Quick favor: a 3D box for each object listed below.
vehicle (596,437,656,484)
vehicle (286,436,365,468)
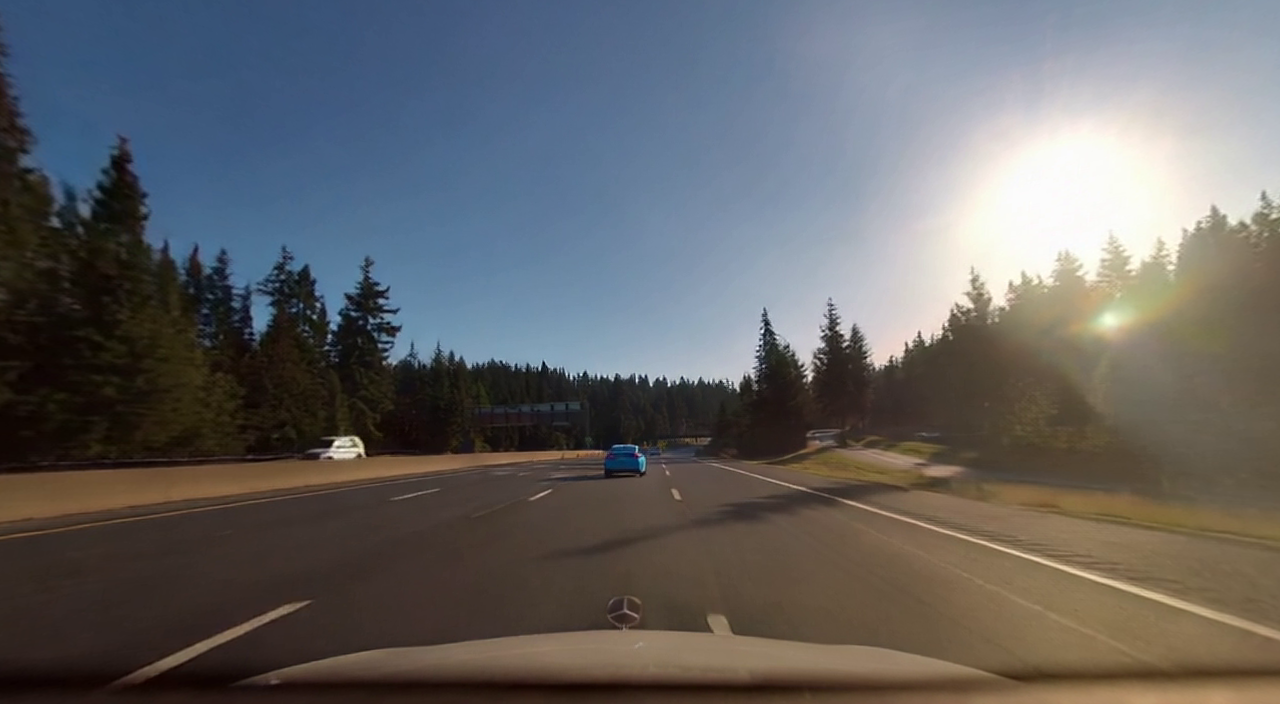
[{"bbox_3d":[-0.479,4.306,25.265,2.133,1.686,4.203,-1,-8,3],"label":"vehicle"},{"bbox_3d":[-21.444,6.820,43.088,2.342,1.981,5.534,-1,-8,3],"label":"vehicle"}]
